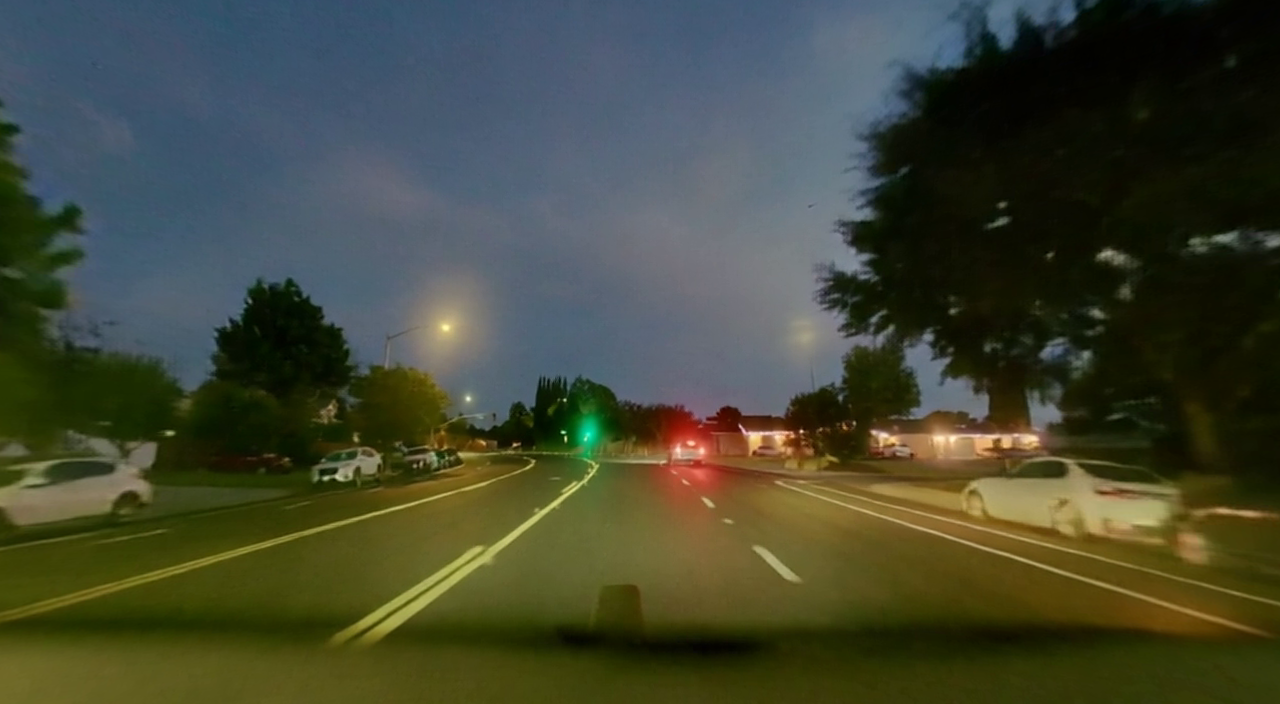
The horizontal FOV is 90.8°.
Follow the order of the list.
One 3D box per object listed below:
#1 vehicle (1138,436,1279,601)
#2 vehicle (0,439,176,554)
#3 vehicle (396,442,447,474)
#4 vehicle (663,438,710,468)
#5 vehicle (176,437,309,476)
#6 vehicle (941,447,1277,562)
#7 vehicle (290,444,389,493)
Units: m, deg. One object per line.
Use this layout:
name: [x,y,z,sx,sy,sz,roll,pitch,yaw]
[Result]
vehicle: [7.416,1.536,5.420,1.900,1.634,5.232,0,-8,-2]
vehicle: [-11.437,2.575,11.749,2.049,1.848,4.693,0,-8,-1]
vehicle: [-13.486,6.540,39.282,2.146,1.806,4.733,1,-9,-9]
vehicle: [2.563,5.736,36.085,1.951,1.620,4.582,1,-8,-5]
vehicle: [-19.757,5.198,31.657,5.061,1.840,2.236,1,-9,-9]
vehicle: [7.534,2.440,11.068,1.966,1.502,5.020,0,-8,-1]
vehicle: [-12.160,4.706,25.973,2.032,1.773,4.471,0,-8,-3]
